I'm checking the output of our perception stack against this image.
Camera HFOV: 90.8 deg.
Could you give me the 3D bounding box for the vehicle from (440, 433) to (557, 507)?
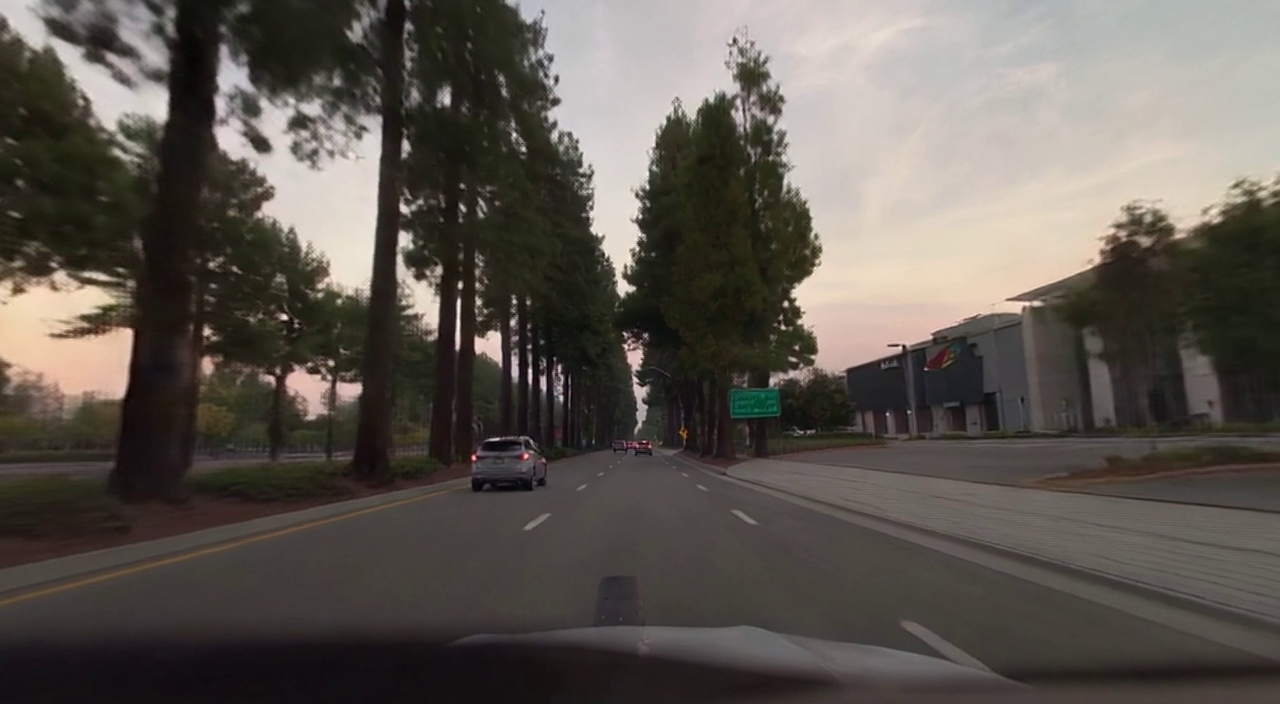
[{"bbox_3d":[-3.364,2.898,15.924,1.942,1.588,4.172,0,-9,1],"label":"vehicle"}]
